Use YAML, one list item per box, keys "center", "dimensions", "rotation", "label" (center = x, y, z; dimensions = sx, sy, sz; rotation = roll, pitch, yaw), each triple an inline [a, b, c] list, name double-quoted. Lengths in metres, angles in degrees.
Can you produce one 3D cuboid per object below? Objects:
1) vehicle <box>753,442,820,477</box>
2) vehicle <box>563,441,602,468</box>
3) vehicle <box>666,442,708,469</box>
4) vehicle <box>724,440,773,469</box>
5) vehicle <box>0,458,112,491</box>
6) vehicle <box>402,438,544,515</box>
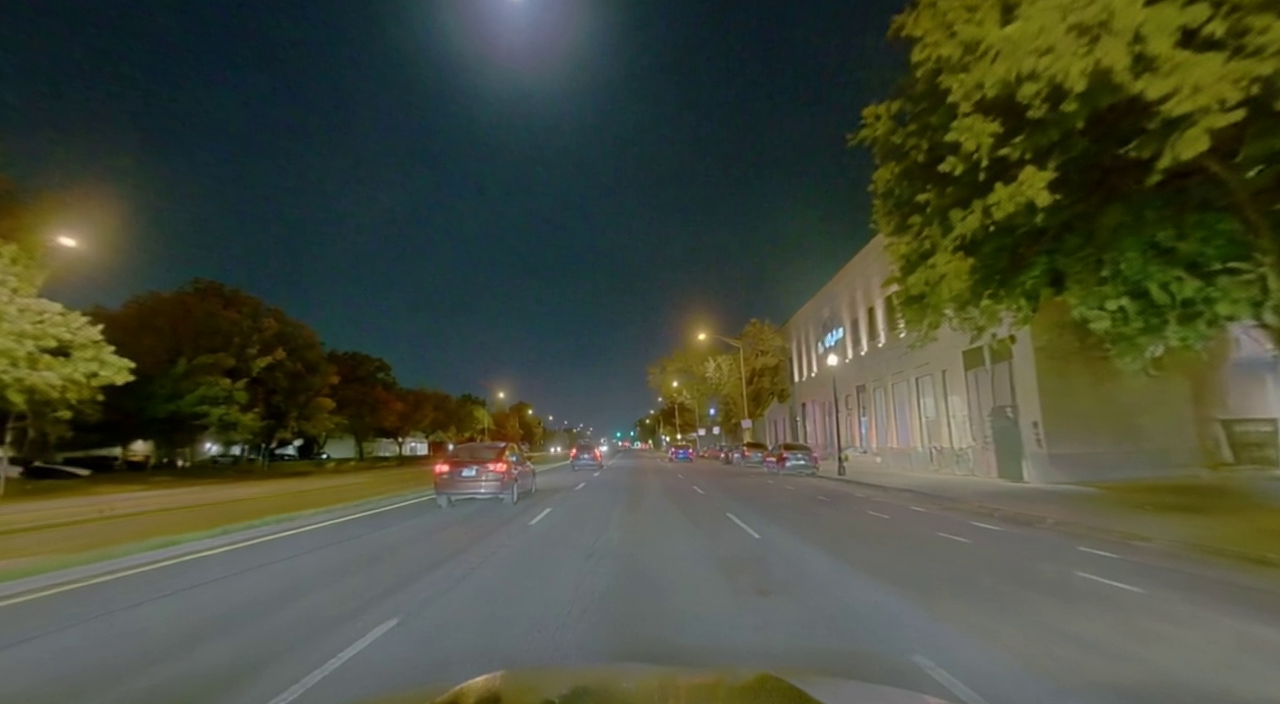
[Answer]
- center: [6.649, 4.911, 29.199]
  dimensions: [1.896, 1.479, 4.416]
  rotation: [0, -9, -2]
  label: "vehicle"
- center: [-3.816, 6.916, 42.652]
  dimensions: [2.145, 1.694, 4.642]
  rotation: [0, -8, 1]
  label: "vehicle"
- center: [2.665, 5.968, 36.585]
  dimensions: [1.961, 1.482, 4.538]
  rotation: [0, -9, -2]
  label: "vehicle"
- center: [6.439, 6.162, 38.101]
  dimensions: [1.983, 1.618, 4.108]
  rotation: [0, -9, -4]
  label: "vehicle"
- center: [-29.360, 6.051, 31.329]
  dimensions: [4.604, 1.498, 1.899]
  rotation: [0, -9, 1]
  label: "vehicle"
- center: [-3.605, 2.771, 14.613]
  dimensions: [2.060, 1.466, 4.387]
  rotation: [0, -9, 0]
  label: "vehicle"
